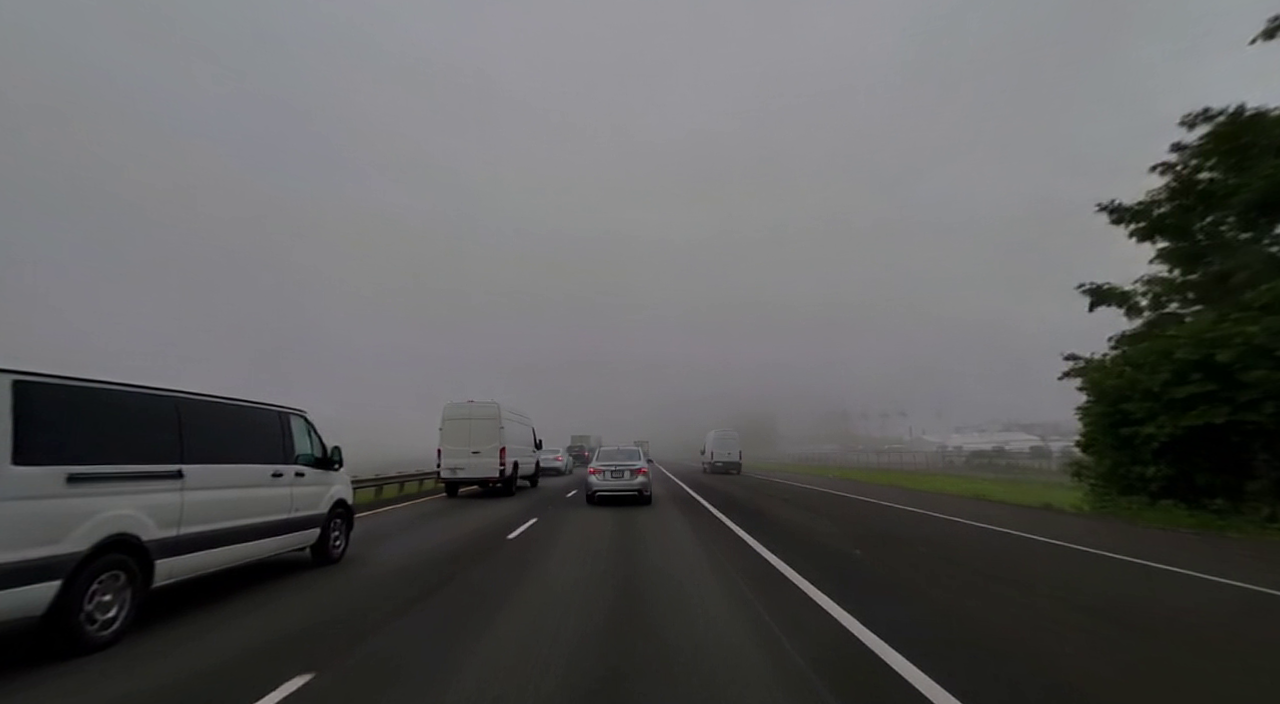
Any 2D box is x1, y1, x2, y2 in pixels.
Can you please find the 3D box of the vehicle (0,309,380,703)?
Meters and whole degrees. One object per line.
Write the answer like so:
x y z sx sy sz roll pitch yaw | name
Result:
-4.047 1.021 4.528 2.253 1.892 4.823 0 -9 0 | vehicle

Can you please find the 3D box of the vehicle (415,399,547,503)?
-4.547 3.037 19.498 2.248 2.626 6.837 0 -9 0 | vehicle

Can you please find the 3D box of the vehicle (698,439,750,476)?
4.223 5.399 32.294 2.003 1.754 4.134 0 -9 -1 | vehicle

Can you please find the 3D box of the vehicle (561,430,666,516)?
-0.517 2.721 14.547 2.093 1.695 3.782 0 -9 0 | vehicle
